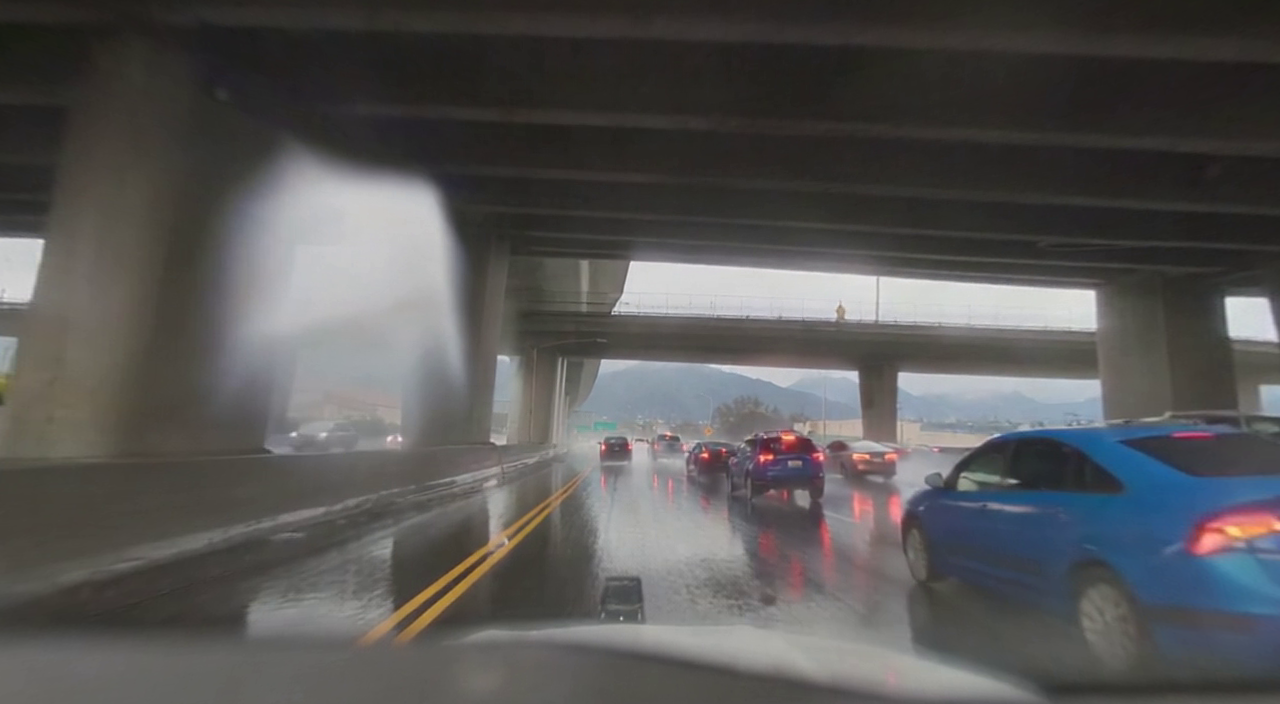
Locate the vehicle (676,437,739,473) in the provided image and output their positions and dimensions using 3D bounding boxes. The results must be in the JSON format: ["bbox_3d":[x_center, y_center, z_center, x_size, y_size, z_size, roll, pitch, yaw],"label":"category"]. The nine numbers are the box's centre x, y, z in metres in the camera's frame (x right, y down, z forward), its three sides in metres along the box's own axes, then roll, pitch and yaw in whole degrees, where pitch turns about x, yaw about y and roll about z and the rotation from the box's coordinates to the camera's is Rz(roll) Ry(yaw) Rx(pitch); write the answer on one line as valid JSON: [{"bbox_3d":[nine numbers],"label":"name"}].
[{"bbox_3d":[2.925,4.595,28.439,2.074,1.455,4.646,0,-8,-3],"label":"vehicle"}]

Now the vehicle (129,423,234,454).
[{"bbox_3d":[-23.451,4.468,32.579,1.979,1.481,4.811,0,-8,-2],"label":"vehicle"}]

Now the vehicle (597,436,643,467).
[{"bbox_3d":[-1.061,5.241,33.533,2.266,1.549,3.978,0,-8,-2],"label":"vehicle"}]

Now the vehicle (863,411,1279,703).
[{"bbox_3d":[3.735,1.347,5.371,1.944,1.466,4.540,0,-8,-1],"label":"vehicle"}]

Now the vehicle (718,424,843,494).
[{"bbox_3d":[3.881,3.066,18.564,2.276,1.739,5.040,0,-8,-3],"label":"vehicle"}]

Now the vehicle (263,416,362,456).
[{"bbox_3d":[-16.262,4.240,31.813,2.120,1.831,5.735,0,-8,-3],"label":"vehicle"}]
